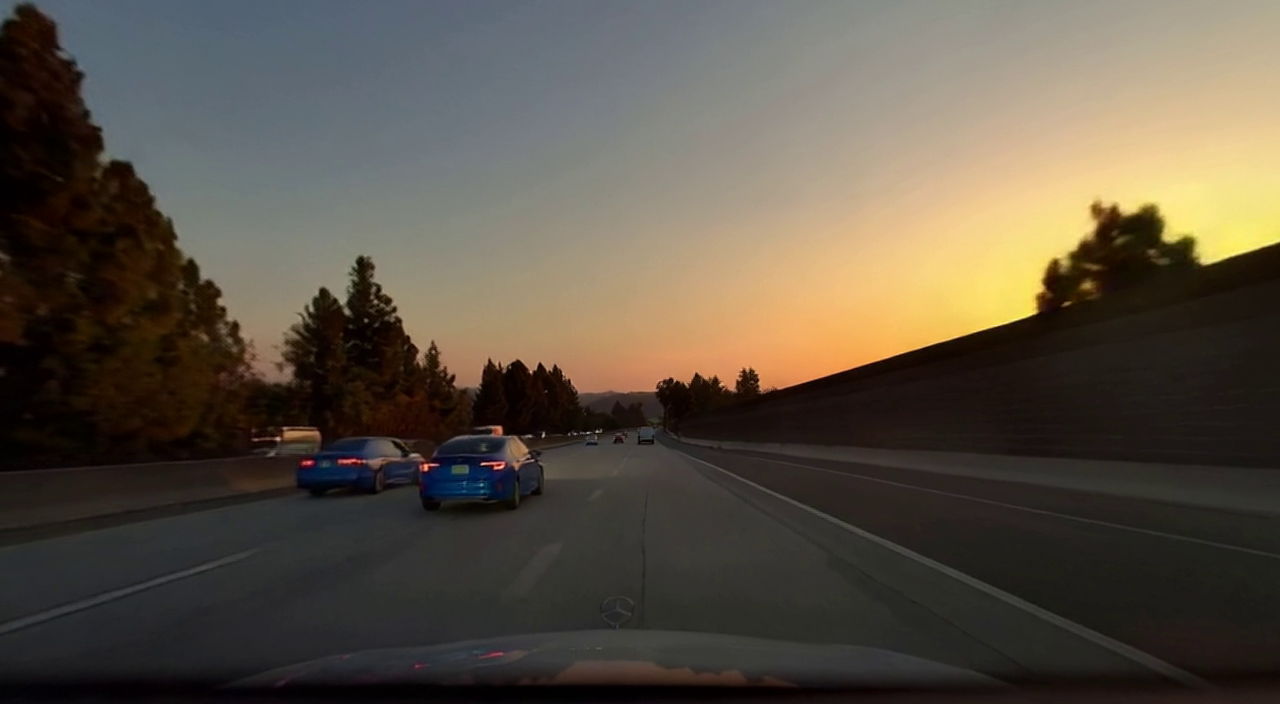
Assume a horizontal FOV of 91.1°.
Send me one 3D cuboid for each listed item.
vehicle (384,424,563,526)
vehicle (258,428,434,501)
[{"bbox_3d":[-2.707,2.090,11.304,2.079,1.500,3.881,0,-8,1],"label":"vehicle"},{"bbox_3d":[-6.794,2.630,15.208,2.084,1.494,4.404,0,-8,0],"label":"vehicle"}]
